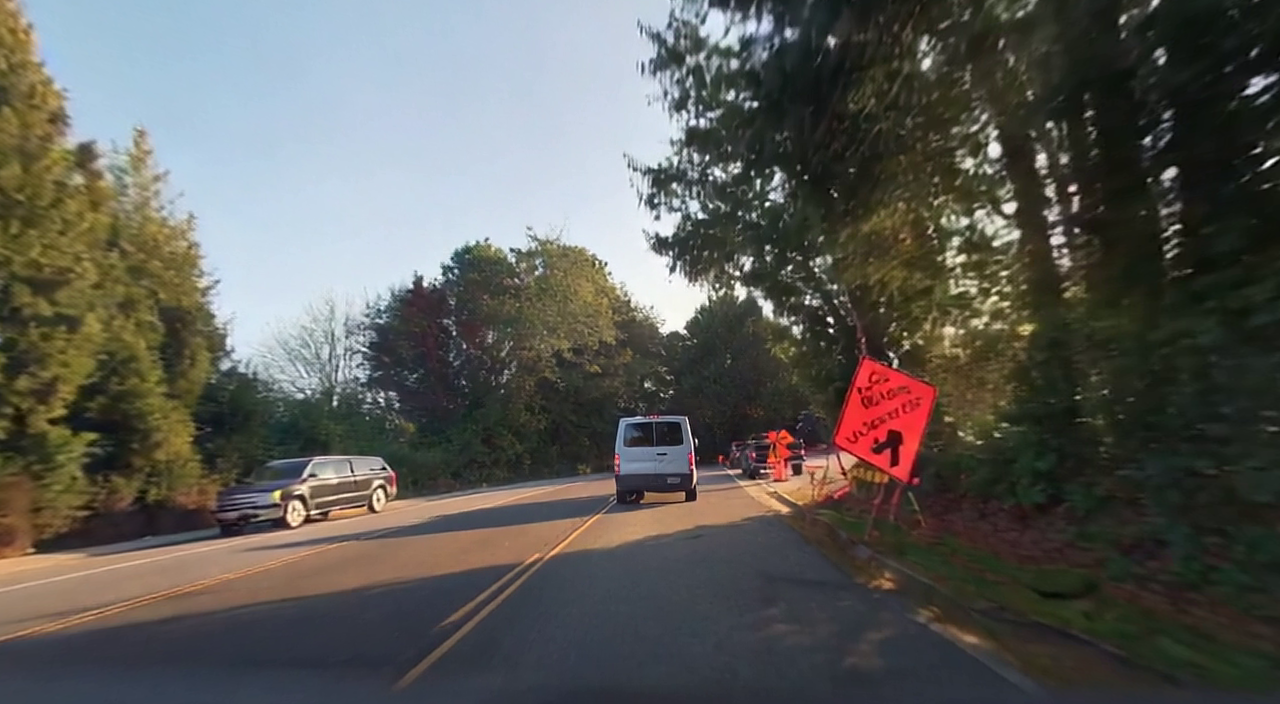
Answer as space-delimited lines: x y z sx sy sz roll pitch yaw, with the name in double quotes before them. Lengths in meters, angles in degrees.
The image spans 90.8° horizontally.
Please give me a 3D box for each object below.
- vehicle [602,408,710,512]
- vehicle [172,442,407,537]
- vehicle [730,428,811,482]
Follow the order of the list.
"vehicle" 0.527 2.732 16.340 2.362 2.247 4.892 -1 -9 5
"vehicle" -7.950 3.137 15.316 2.055 1.809 5.906 -1 -9 3
"vehicle" 5.484 4.492 27.836 2.833 2.033 7.668 -1 -9 7
